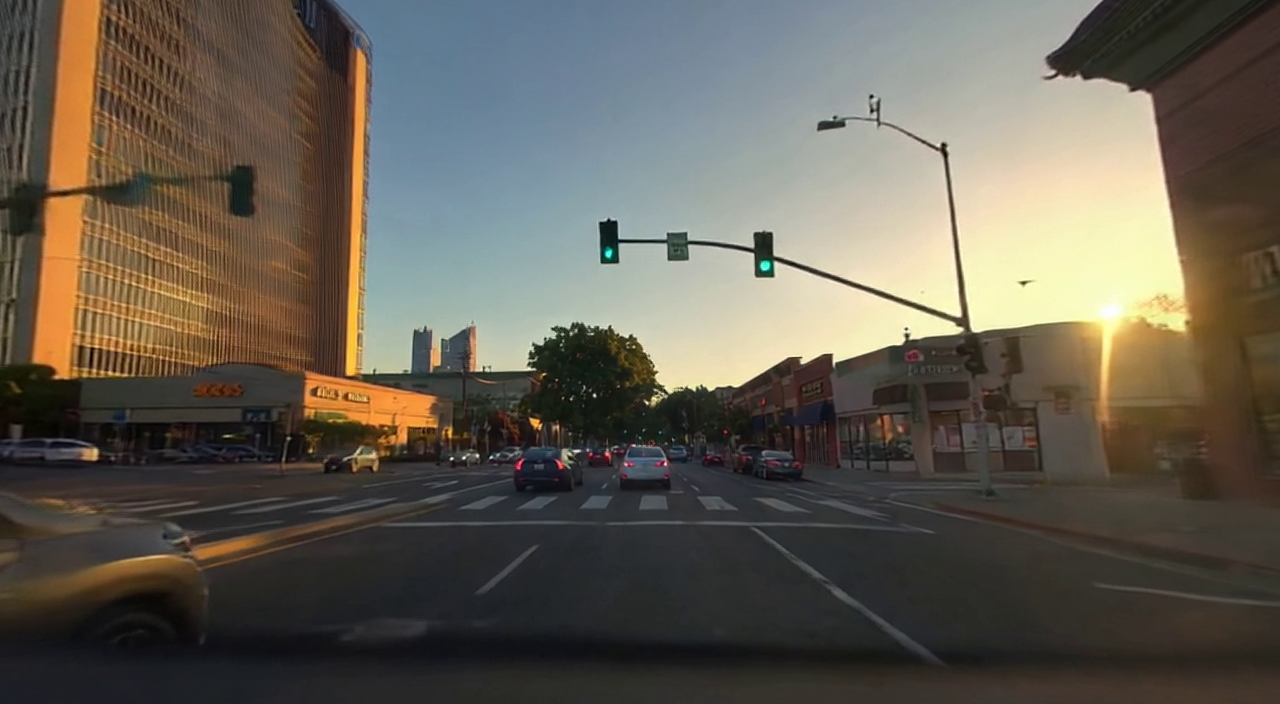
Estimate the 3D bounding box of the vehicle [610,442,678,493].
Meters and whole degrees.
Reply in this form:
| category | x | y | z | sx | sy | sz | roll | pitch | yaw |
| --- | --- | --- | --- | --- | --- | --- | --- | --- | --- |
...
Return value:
| category | x | y | z | sx | sy | sz | roll | pitch | yaw |
| --- | --- | --- | --- | --- | --- | --- | --- | --- | --- |
| vehicle | 0.154 | 3.781 | 20.997 | 2.037 | 1.484 | 4.073 | 0 | -9 | 1 |

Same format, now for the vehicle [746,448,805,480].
| category | x | y | z | sx | sy | sz | roll | pitch | yaw |
| --- | --- | --- | --- | --- | --- | --- | --- | --- | --- |
| vehicle | 6.644 | 5.543 | 31.458 | 1.944 | 1.462 | 4.406 | 0 | -9 | 0 |

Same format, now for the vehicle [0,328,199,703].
| category | x | y | z | sx | sy | sz | roll | pitch | yaw |
| --- | --- | --- | --- | --- | --- | --- | --- | --- | --- |
| vehicle | -2.988 | 0.545 | 0.465 | 2.049 | 1.646 | 4.445 | 0 | -9 | 1 |

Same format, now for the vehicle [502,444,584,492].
| category | x | y | z | sx | sy | sz | roll | pitch | yaw |
| --- | --- | --- | --- | --- | --- | --- | --- | --- | --- |
| vehicle | -3.178 | 3.895 | 21.564 | 1.950 | 1.450 | 4.257 | 0 | -9 | 2 |

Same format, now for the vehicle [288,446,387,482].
| category | x | y | z | sx | sy | sz | roll | pitch | yaw |
| --- | --- | --- | --- | --- | --- | --- | --- | --- | --- |
| vehicle | -15.412 | 5.696 | 32.424 | 2.161 | 1.704 | 4.554 | -2 | -9 | 12 |
